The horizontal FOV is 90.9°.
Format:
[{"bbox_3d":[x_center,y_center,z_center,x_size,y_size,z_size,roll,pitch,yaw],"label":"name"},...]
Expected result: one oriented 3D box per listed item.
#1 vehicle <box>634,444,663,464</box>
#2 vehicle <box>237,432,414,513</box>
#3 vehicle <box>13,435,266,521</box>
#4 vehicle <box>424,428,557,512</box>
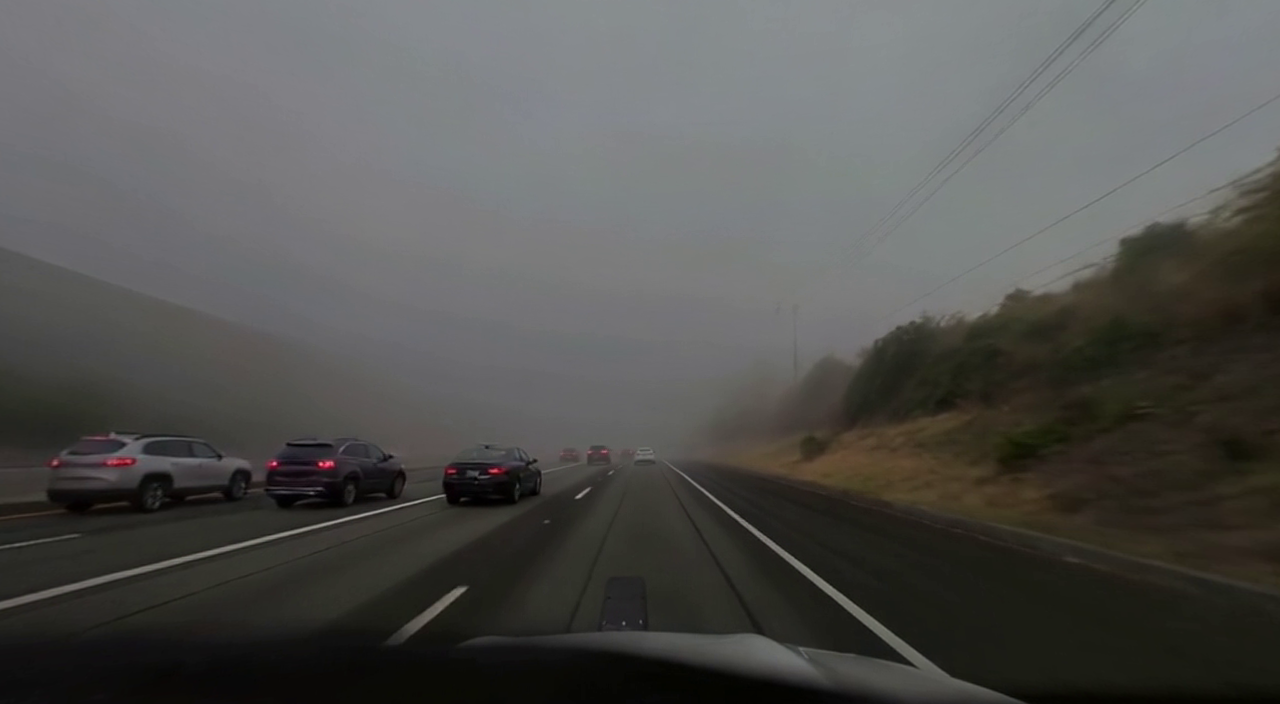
[{"bbox_3d":[0.573,7.574,46.980,2.074,1.465,3.977,0,-8,-1],"label":"vehicle"},{"bbox_3d":[-7.233,2.784,15.100,1.959,1.652,4.170,0,-8,1],"label":"vehicle"},{"bbox_3d":[-11.055,2.780,14.525,1.951,1.628,4.617,0,-8,1],"label":"vehicle"},{"bbox_3d":[-3.428,2.787,15.436,2.052,1.731,4.372,0,-8,2],"label":"vehicle"}]
